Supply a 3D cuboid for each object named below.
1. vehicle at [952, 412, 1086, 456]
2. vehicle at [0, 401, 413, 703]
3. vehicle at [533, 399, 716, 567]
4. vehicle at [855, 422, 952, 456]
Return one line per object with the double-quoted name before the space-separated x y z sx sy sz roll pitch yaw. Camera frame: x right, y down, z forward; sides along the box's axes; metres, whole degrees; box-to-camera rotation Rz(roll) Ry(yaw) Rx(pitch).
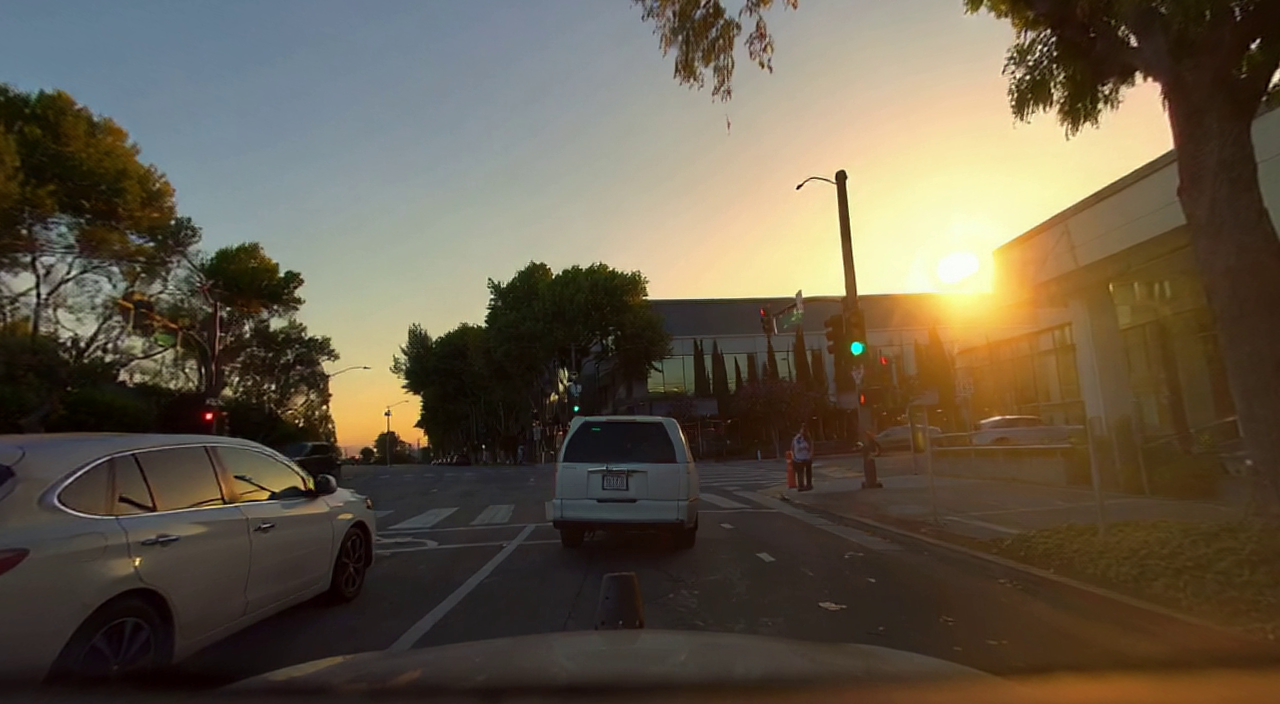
"vehicle" 17.973 3.899 30.064 5.215 1.967 2.392 2 -9 -15
"vehicle" -3.374 1.258 4.546 2.011 1.527 4.008 0 -8 -1
"vehicle" -0.184 1.793 9.332 2.059 1.877 4.249 0 -8 0
"vehicle" 15.003 4.966 35.992 4.872 1.806 2.107 3 -9 -20
